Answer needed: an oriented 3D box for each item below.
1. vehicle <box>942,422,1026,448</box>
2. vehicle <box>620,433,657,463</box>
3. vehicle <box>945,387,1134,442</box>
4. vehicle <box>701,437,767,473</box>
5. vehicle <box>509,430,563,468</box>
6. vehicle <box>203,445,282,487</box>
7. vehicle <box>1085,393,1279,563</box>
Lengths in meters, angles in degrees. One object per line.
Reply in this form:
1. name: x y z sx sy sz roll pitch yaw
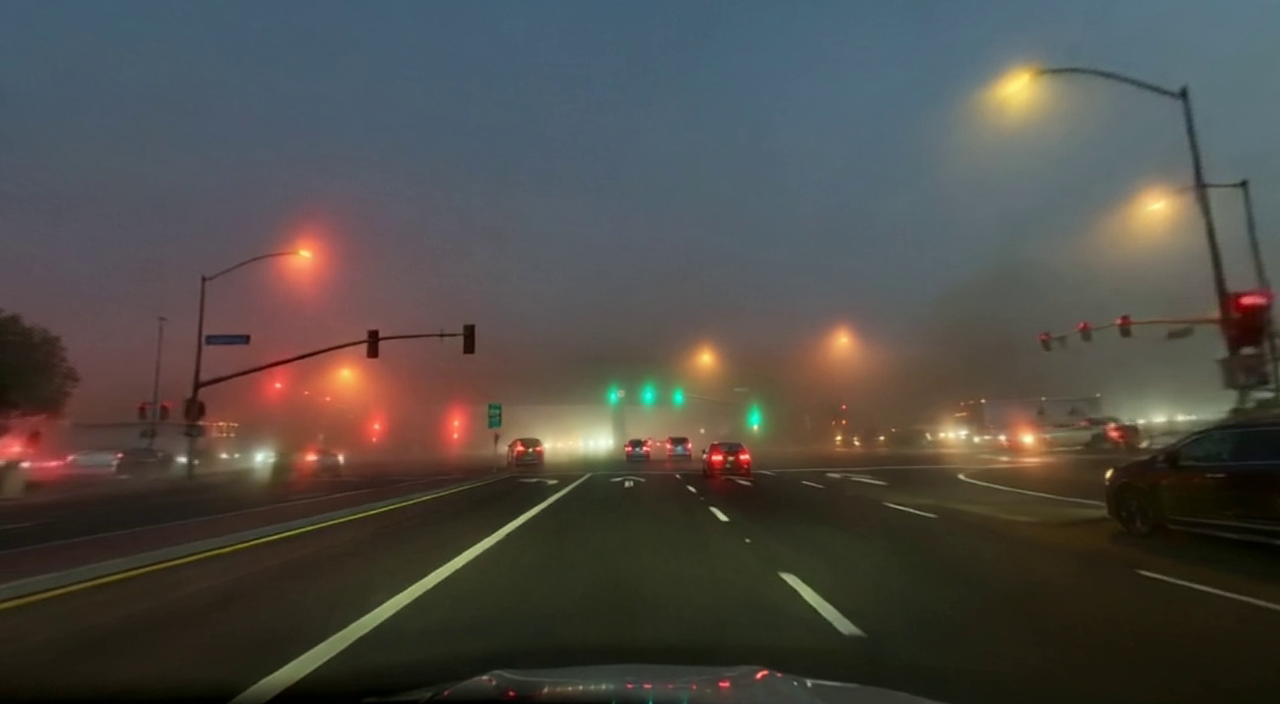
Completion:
1. vehicle: 24.485 5.950 44.877 4.835 1.536 1.984 -6 -10 14
2. vehicle: -0.120 5.928 38.958 2.172 1.694 4.055 0 -8 0
3. vehicle: 29.610 4.816 47.223 11.347 3.908 3.080 -2 -8 14
4. vehicle: 3.906 4.334 26.733 2.156 1.404 4.120 0 -8 0
5. vehicle: -6.152 5.595 36.519 2.485 2.012 5.498 2 -8 -16
6. vehicle: -17.366 4.946 27.662 2.073 1.607 4.669 3 -8 -23
7. vehicle: 7.251 1.307 6.687 1.964 1.647 4.114 0 -8 0
